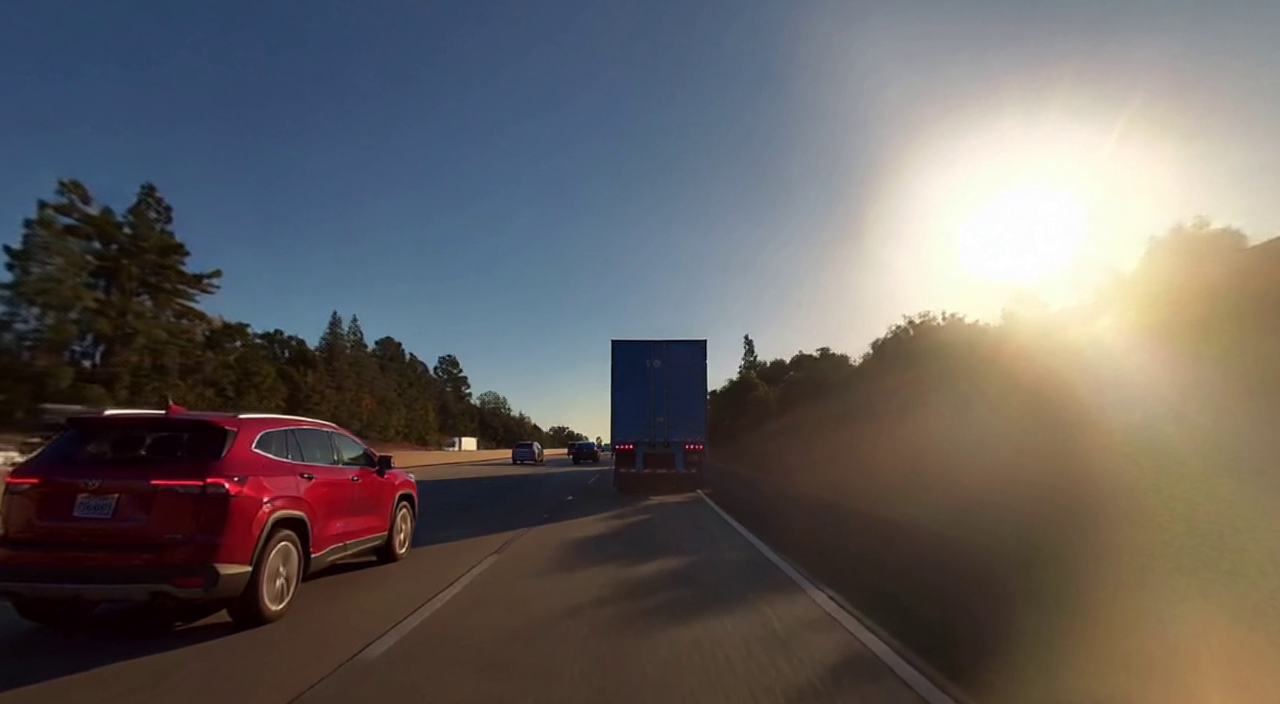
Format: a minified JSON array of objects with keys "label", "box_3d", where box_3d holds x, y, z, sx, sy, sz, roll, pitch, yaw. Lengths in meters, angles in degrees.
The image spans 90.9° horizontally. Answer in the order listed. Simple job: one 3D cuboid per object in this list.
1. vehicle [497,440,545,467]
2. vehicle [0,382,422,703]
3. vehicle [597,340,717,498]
[{"label":"vehicle","box_3d":[-6.894,5.951,37.108,1.882,1.451,4.416,0,-9,1]},{"label":"vehicle","box_3d":[-3.751,1.311,5.503,2.077,1.671,4.249,0,-9,1]},{"label":"vehicle","box_3d":[0.411,2.397,20.638,2.870,3.841,10.653,0,-9,0]}]
